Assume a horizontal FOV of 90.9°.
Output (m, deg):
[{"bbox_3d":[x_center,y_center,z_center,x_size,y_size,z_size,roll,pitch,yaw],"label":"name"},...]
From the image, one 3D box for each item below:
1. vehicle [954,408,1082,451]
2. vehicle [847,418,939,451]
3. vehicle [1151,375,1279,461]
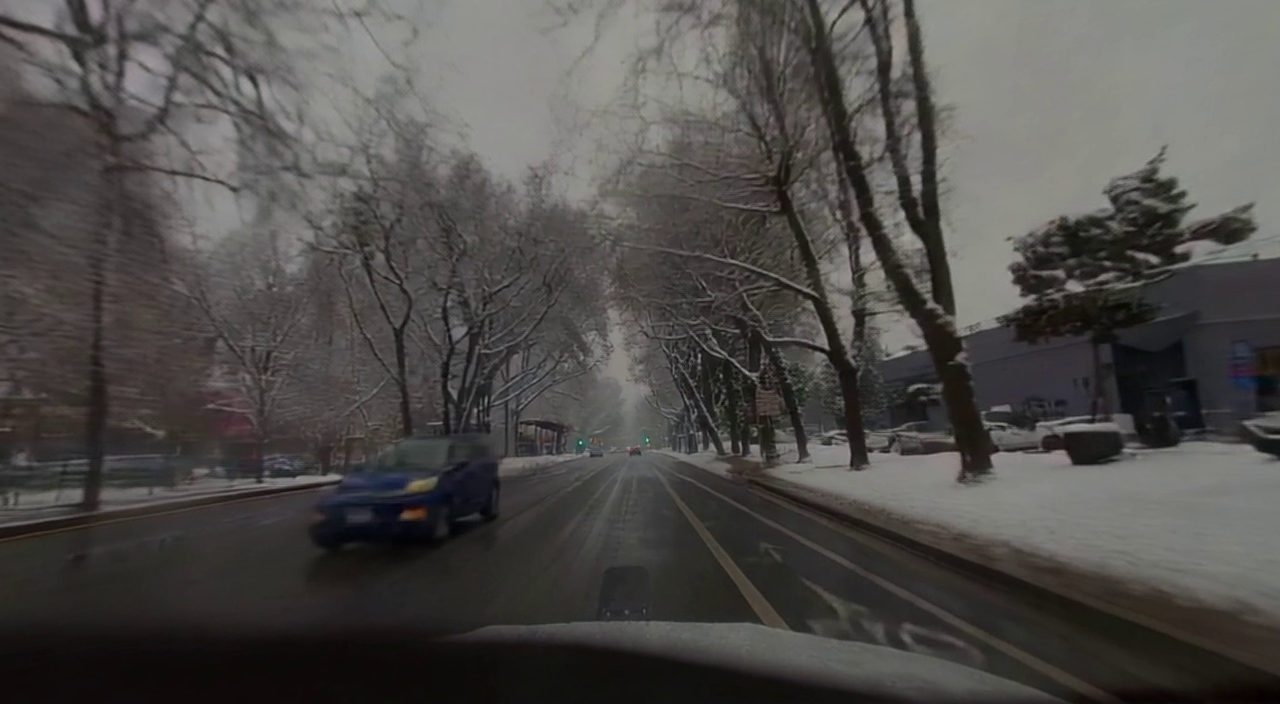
[{"bbox_3d":[13.041,2.709,21.865,3.375,1.411,1.561,0,-9,0],"label":"vehicle"},{"bbox_3d":[12.525,4.119,31.341,3.742,1.560,1.822,-1,-9,1],"label":"vehicle"},{"bbox_3d":[12.741,1.207,12.396,3.795,1.485,1.698,-4,-8,-2],"label":"vehicle"}]
